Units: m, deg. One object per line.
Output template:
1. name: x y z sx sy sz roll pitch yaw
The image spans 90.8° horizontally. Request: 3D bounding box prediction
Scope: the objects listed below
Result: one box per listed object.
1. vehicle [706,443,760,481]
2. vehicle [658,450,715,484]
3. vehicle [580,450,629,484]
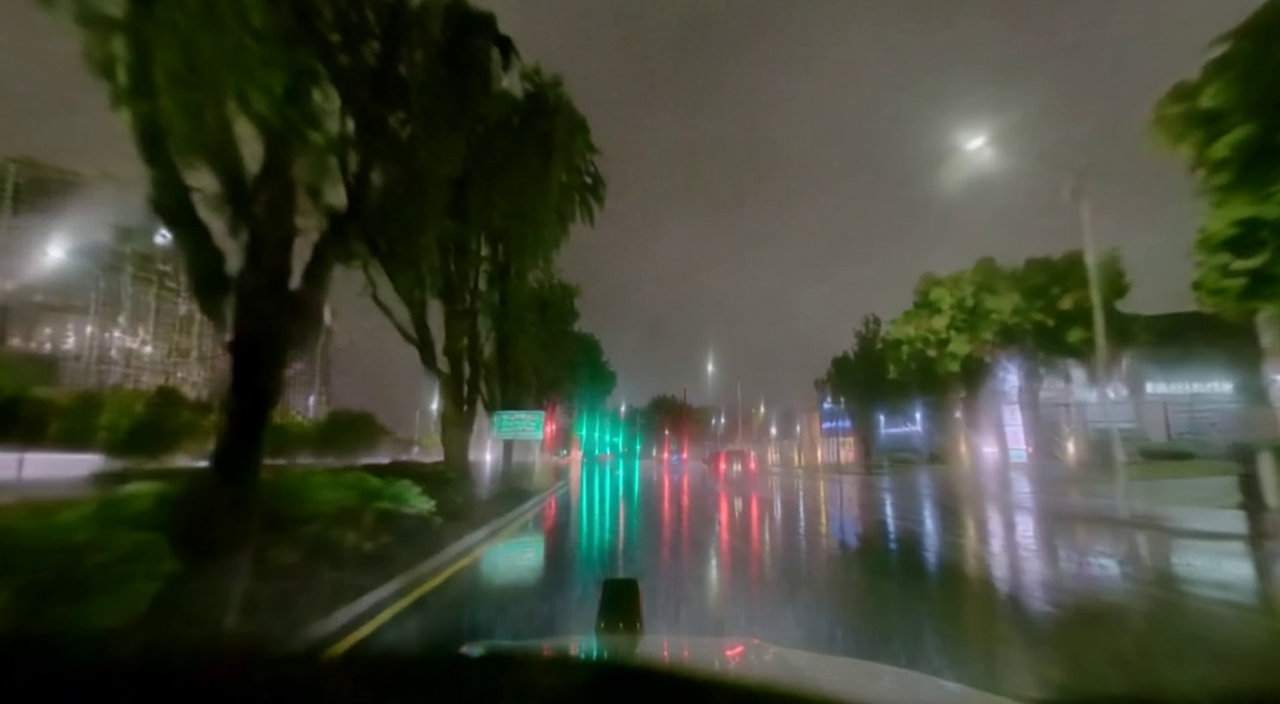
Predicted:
1. vehicle: 5.276 6.353 36.654 2.052 1.990 4.736 0 -9 -4
2. vehicle: 2.107 5.429 30.013 1.993 1.477 4.240 0 -9 -5
3. vehicle: -1.664 5.311 29.494 2.101 1.444 4.248 0 -9 -4
